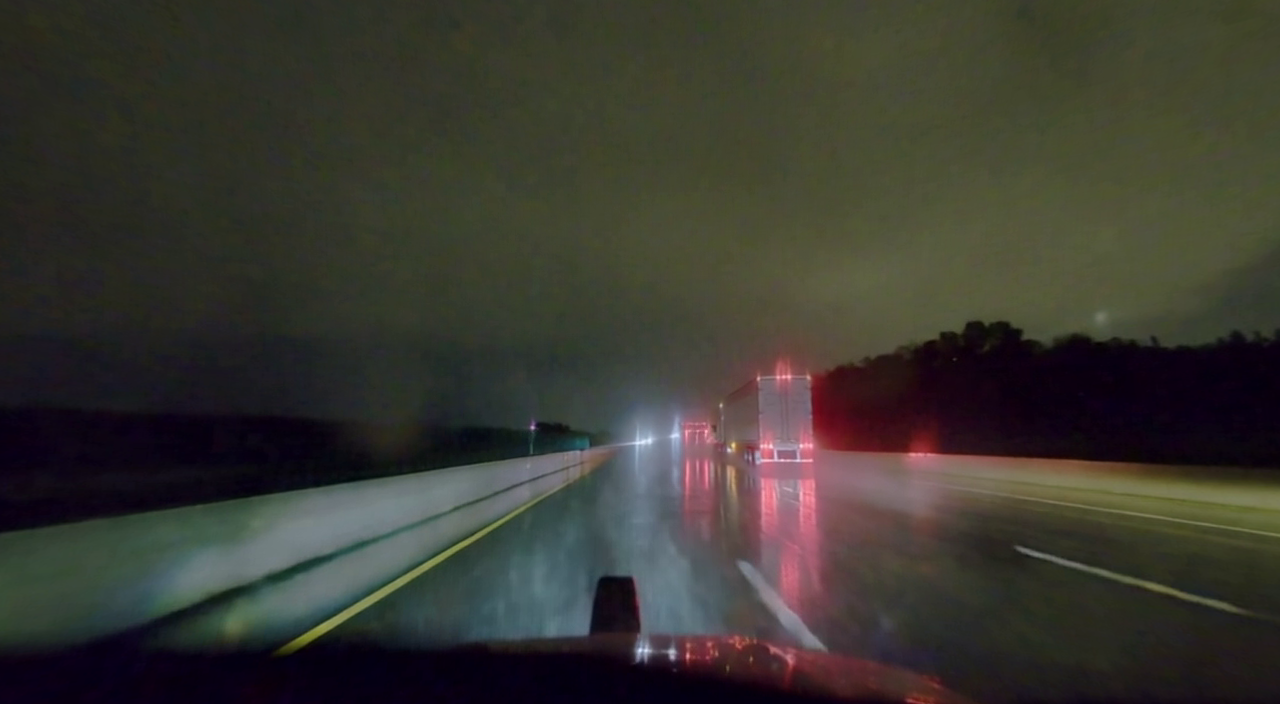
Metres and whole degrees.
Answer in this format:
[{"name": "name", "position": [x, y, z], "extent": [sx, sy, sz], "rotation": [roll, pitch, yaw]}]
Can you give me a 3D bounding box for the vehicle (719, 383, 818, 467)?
[{"name": "vehicle", "position": [7.168, 4.540, 37.806], "extent": [2.885, 4.075, 13.981], "rotation": [0, -8, 0]}]
